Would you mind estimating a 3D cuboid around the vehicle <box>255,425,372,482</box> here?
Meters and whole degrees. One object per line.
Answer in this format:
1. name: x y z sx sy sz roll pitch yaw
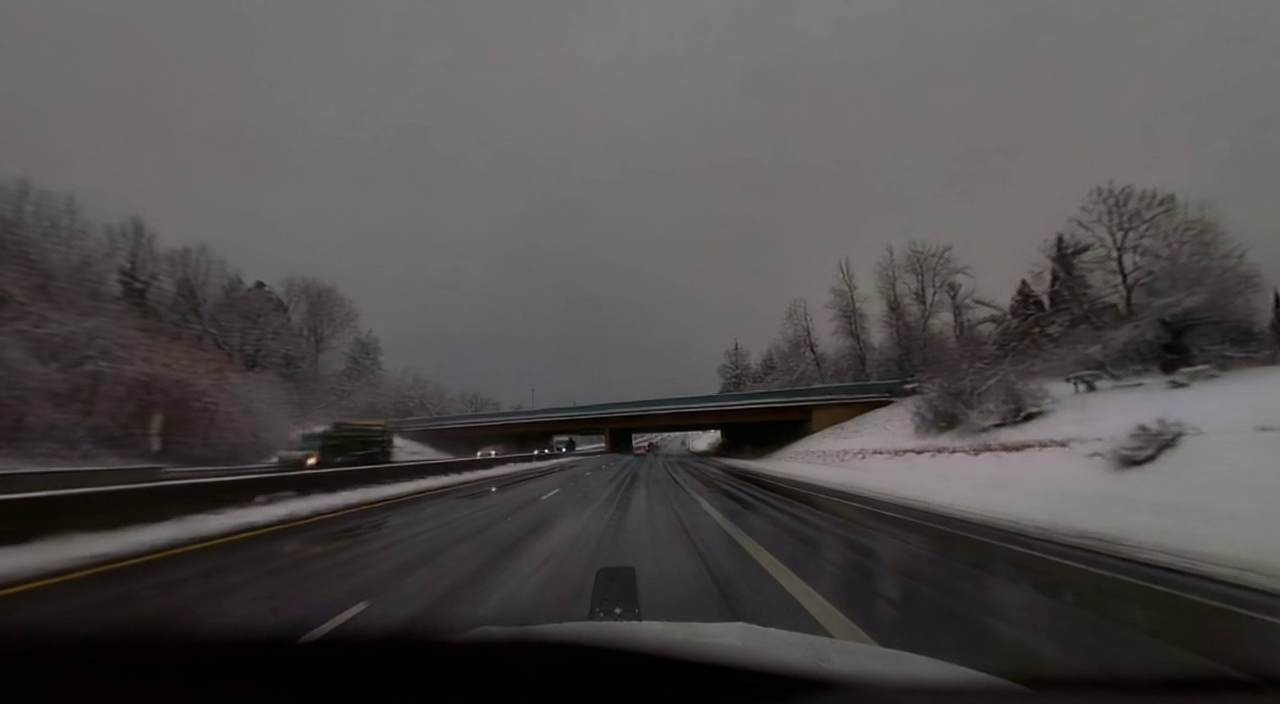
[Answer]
1. vehicle: -16.866 5.312 33.050 2.337 2.633 6.958 0 -9 1
